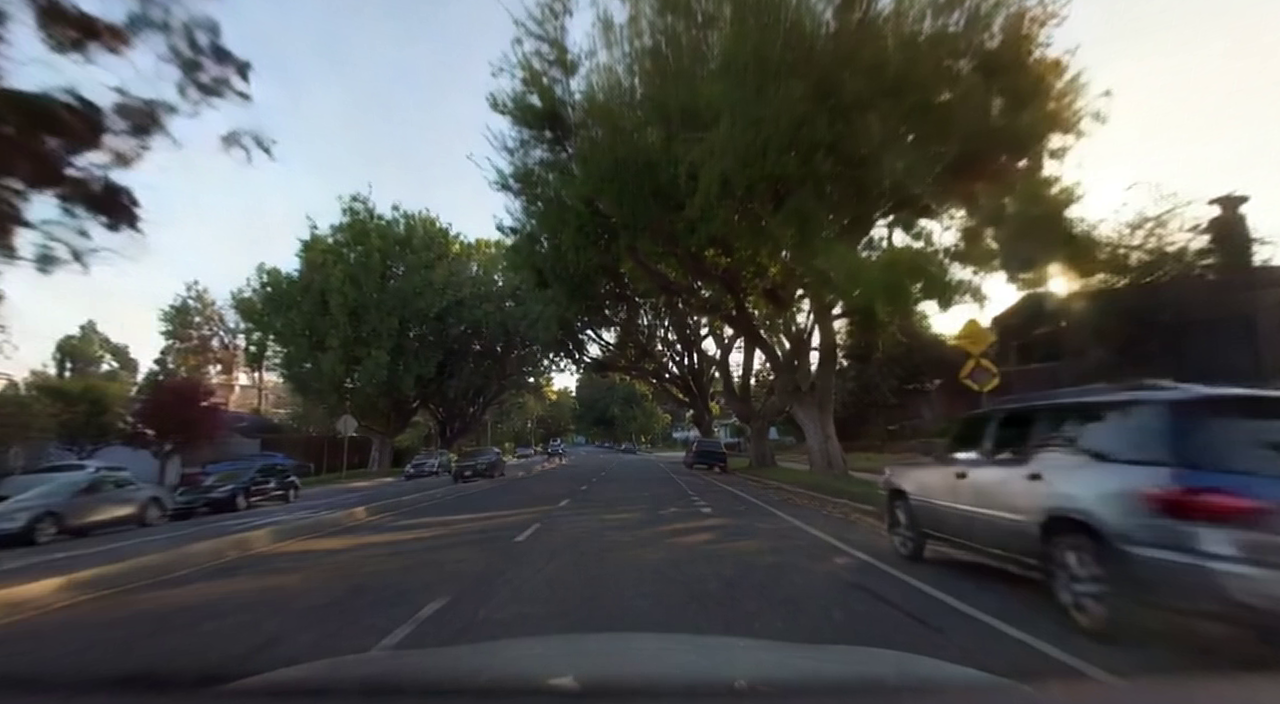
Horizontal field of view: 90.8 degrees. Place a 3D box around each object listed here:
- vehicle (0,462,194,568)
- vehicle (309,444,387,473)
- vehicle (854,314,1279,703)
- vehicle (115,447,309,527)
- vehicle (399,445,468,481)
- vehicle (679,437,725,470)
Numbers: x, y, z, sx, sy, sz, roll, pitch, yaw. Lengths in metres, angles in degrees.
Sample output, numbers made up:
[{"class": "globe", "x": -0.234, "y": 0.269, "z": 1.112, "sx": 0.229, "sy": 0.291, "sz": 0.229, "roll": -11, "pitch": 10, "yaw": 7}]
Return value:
[{"class": "vehicle", "x": -11.078, "y": 2.956, "z": 12.161, "sx": 1.815, "sy": 1.532, "sz": 4.517, "roll": 0, "pitch": -8, "yaw": -2}, {"class": "vehicle", "x": -20.367, "y": 7.409, "z": 44.163, "sx": 4.398, "sy": 1.902, "sz": 2.043, "roll": 0, "pitch": -8, "yaw": 1}, {"class": "vehicle", "x": 3.839, "y": 1.116, "z": 4.674, "sx": 2.319, "sy": 1.938, "sz": 5.961, "roll": 0, "pitch": -8, "yaw": -1}, {"class": "vehicle", "x": -11.119, "y": 3.476, "z": 16.970, "sx": 1.981, "sy": 1.790, "sz": 4.682, "roll": 0, "pitch": -8, "yaw": -1}, {"class": "vehicle", "x": -11.203, "y": 6.041, "z": 34.712, "sx": 2.293, "sy": 1.836, "sz": 4.586, "roll": 0, "pitch": -8, "yaw": -1}, {"class": "vehicle", "x": 3.575, "y": 5.984, "z": 37.518, "sx": 2.176, "sy": 1.793, "sz": 5.534, "roll": 0, "pitch": -8, "yaw": 0}]
